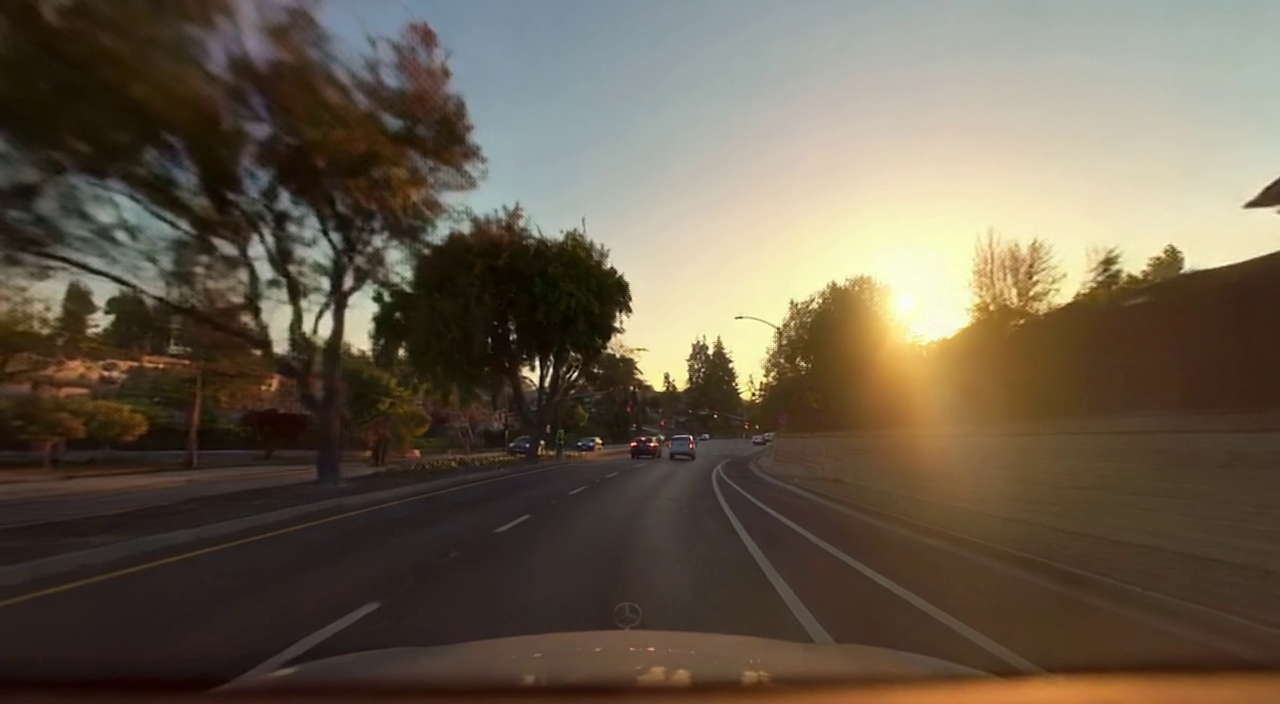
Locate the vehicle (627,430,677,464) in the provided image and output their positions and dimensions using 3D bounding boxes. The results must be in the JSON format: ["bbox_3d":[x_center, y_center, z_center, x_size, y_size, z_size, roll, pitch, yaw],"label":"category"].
[{"bbox_3d":[0.738,5.446,36.093,2.152,1.822,4.391,-2,-9,11],"label":"vehicle"}]

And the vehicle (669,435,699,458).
[{"bbox_3d":[3.362,7.139,47.325,2.024,1.655,4.301,-1,-9,6],"label":"vehicle"}]
